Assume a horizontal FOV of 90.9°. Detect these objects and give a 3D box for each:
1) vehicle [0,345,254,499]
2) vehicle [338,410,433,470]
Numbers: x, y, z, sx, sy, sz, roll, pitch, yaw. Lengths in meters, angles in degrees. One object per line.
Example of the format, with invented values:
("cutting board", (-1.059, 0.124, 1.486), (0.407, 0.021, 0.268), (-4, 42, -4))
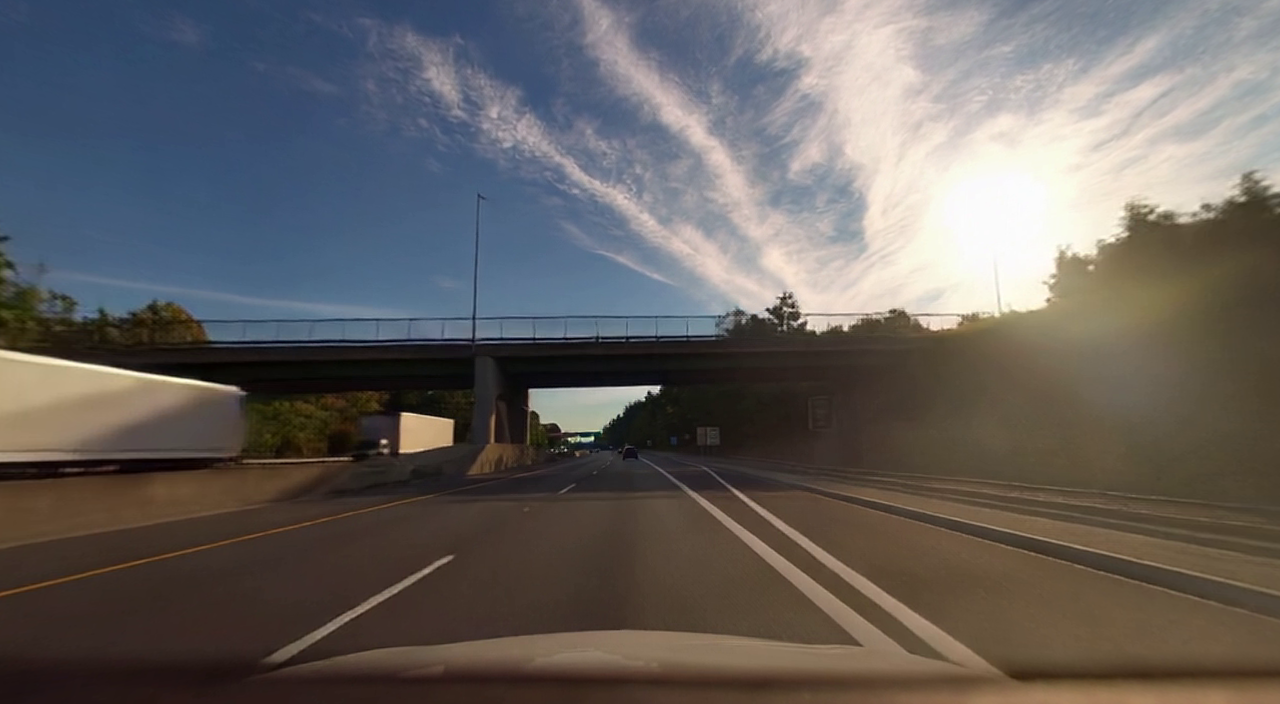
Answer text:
("vehicle", (-18.250, 2.399, 20.128), (2.906, 3.972, 14.227), (0, -9, 0))
("vehicle", (-18.594, 6.635, 47.051), (2.912, 3.980, 10.503), (0, -9, -2))
